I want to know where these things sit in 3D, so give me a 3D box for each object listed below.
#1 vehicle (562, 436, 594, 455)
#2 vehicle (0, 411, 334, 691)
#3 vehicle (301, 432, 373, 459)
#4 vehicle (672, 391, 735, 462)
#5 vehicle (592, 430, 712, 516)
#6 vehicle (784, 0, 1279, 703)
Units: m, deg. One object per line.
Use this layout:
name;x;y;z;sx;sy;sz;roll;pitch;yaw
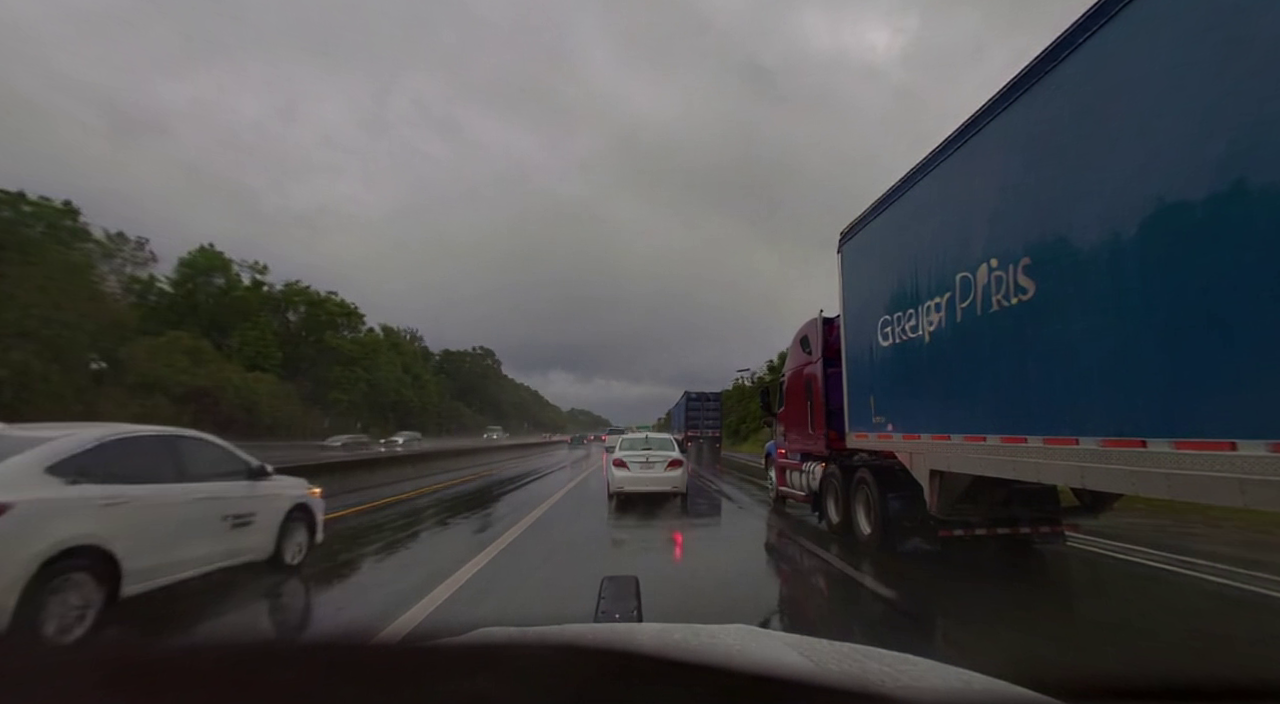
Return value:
vehicle;-4.801;7.283;49.296;1.983;1.434;4.451;0;-8;1
vehicle;-4.368;1.210;4.589;2.048;1.452;4.430;0;-8;0
vehicle;-17.876;5.524;37.416;1.967;1.497;4.486;0;-8;2
vehicle;4.006;5.170;43.151;2.869;4.067;13.731;0;-8;0
vehicle;0.191;2.277;12.455;2.021;1.435;3.611;0;-8;0
vehicle;4.173;-0.014;4.748;2.816;4.070;14.136;0;-8;0
